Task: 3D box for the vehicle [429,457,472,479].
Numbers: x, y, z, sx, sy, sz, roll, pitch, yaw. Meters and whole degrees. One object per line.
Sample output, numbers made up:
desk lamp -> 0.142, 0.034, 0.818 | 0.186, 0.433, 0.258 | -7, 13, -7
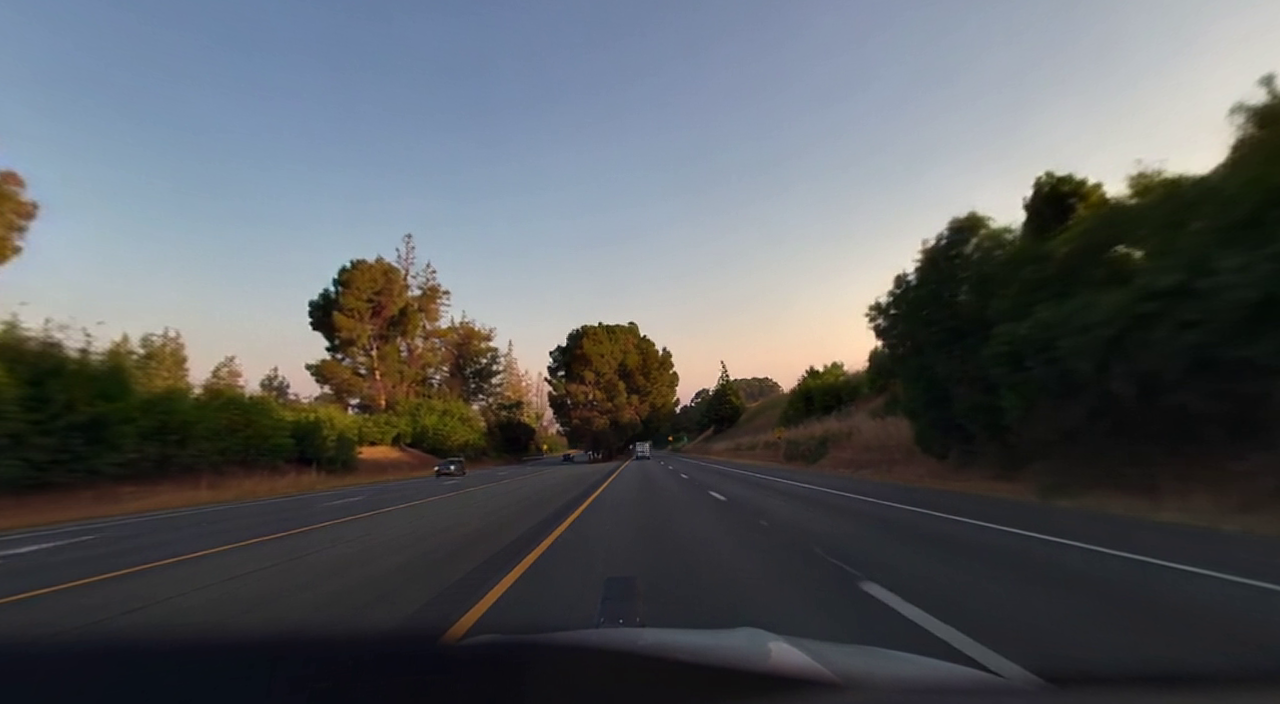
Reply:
vehicle -> -14.213, 8.736, 47.613 | 1.852, 1.514, 4.446 | 0, -9, 0
